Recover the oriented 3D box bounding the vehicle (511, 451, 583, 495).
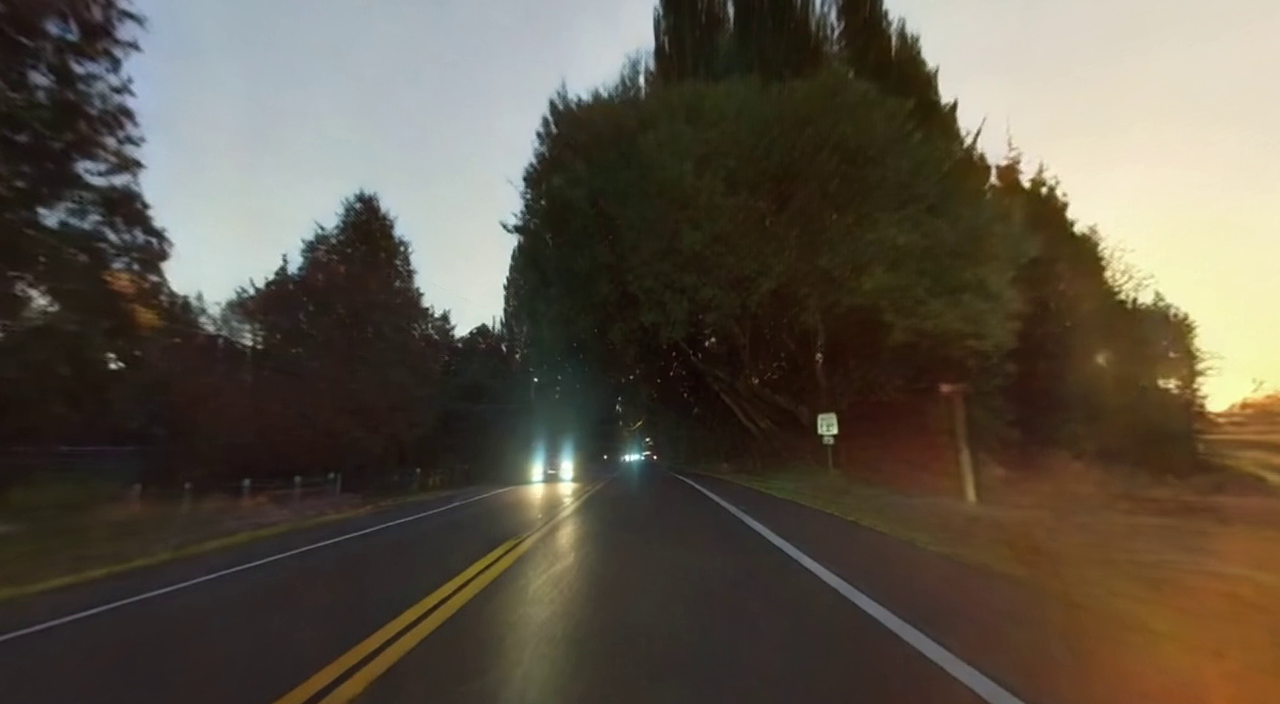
[{"bbox_3d":[-3.471,4.607,24.411,1.937,1.473,4.570,0,-8,2],"label":"vehicle"}]
